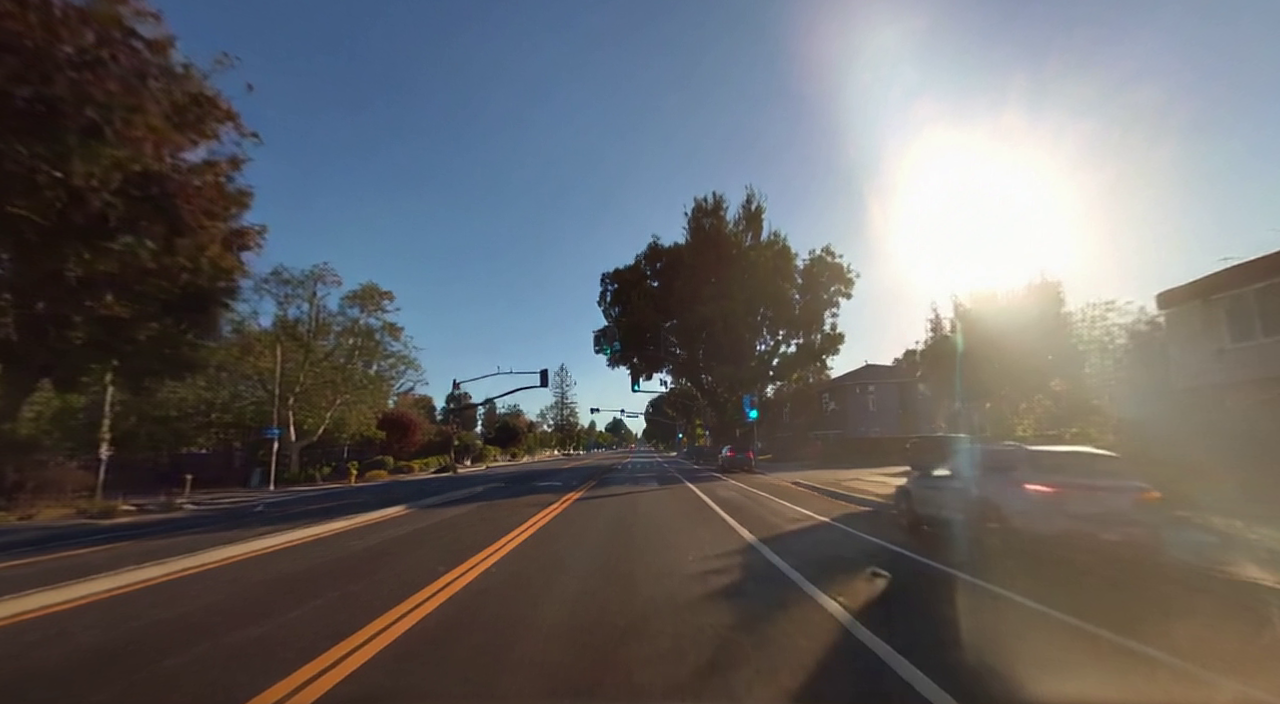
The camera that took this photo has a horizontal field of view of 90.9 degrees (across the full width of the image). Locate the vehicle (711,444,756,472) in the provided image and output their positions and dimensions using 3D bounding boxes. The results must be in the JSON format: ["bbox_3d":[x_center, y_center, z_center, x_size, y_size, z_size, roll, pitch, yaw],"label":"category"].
[{"bbox_3d":[5.343,6.123,36.707,2.032,1.478,5.040,0,-8,2],"label":"vehicle"}]

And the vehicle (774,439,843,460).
[{"bbox_3d":[12.385,7.200,46.546,4.502,1.470,1.839,0,-8,-1],"label":"vehicle"}]

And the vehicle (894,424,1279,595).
[{"bbox_3d":[5.000,1.757,7.911,1.955,1.549,4.129,0,-8,1],"label":"vehicle"}]
